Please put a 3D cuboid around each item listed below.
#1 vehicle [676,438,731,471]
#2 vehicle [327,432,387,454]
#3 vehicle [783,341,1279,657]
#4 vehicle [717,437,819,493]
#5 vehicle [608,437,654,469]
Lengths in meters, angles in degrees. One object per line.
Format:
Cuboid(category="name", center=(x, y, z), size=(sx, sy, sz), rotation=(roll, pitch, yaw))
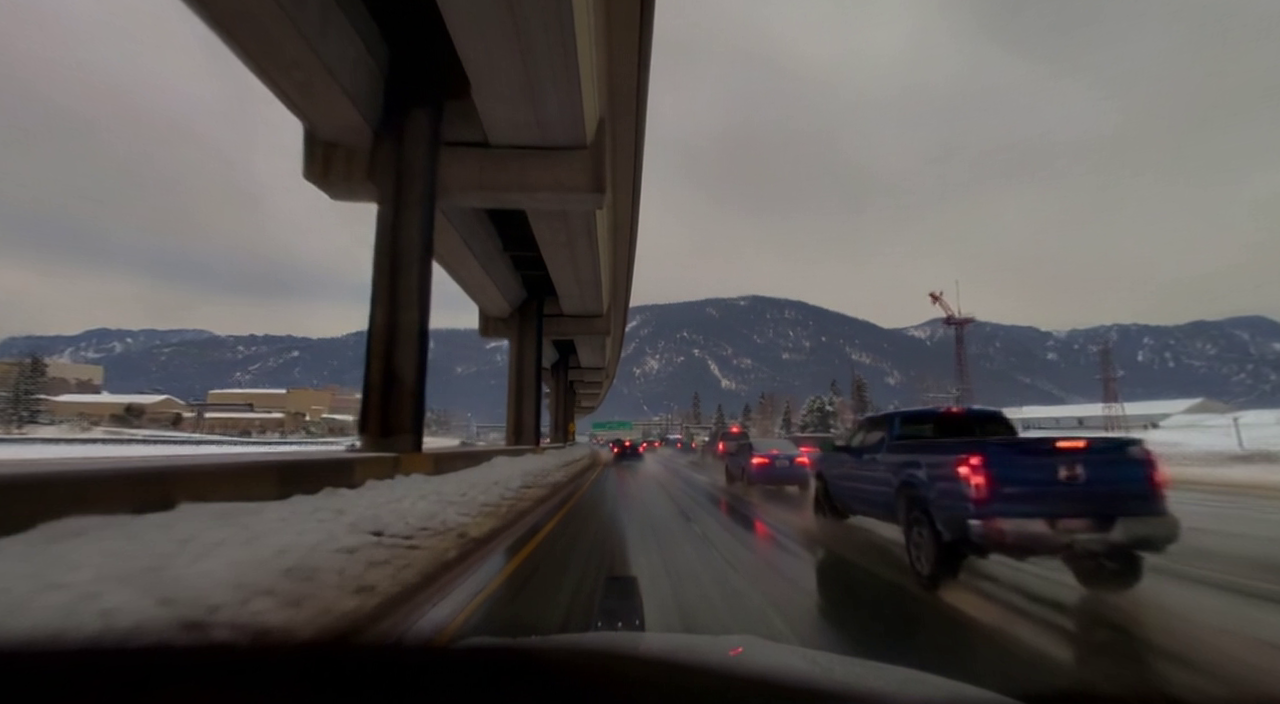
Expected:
Cuboid(category="vehicle", center=(3.168, 5.226, 32.399), size=(2.057, 1.517, 4.538), rotation=(0, -8, -4))
Cuboid(category="vehicle", center=(-20.088, 6.480, 45.042), size=(2.170, 1.464, 4.896), rotation=(0, -8, -2))
Cuboid(category="vehicle", center=(4.007, 1.451, 7.708), size=(2.747, 2.061, 7.011), rotation=(0, -8, -1))
Cuboid(category="vehicle", center=(3.697, 3.361, 19.237), size=(1.923, 1.462, 4.895), rotation=(0, -8, -2))
Cuboid(category="vehicle", center=(-0.526, 5.249, 32.899), size=(2.266, 1.549, 3.978), rotation=(0, -8, -2))
